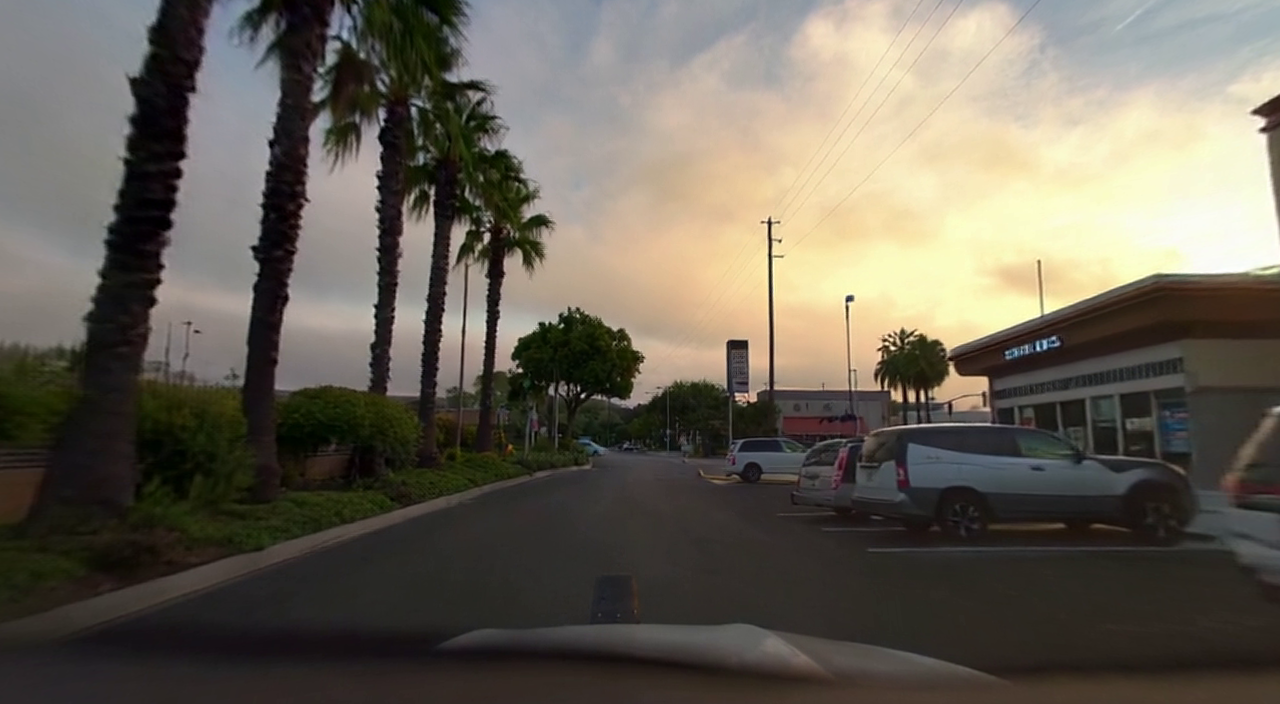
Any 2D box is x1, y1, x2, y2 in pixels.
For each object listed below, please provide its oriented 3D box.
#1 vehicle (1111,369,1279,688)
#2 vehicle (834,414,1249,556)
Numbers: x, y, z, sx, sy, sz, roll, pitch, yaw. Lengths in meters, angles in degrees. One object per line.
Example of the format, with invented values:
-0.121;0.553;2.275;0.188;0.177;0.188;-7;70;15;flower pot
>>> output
5.735;1.089;3.776;4.237;1.771;1.995;2;-10;-2;vehicle
5.559;1.872;9.250;4.743;1.800;1.952;1;-9;-3;vehicle
